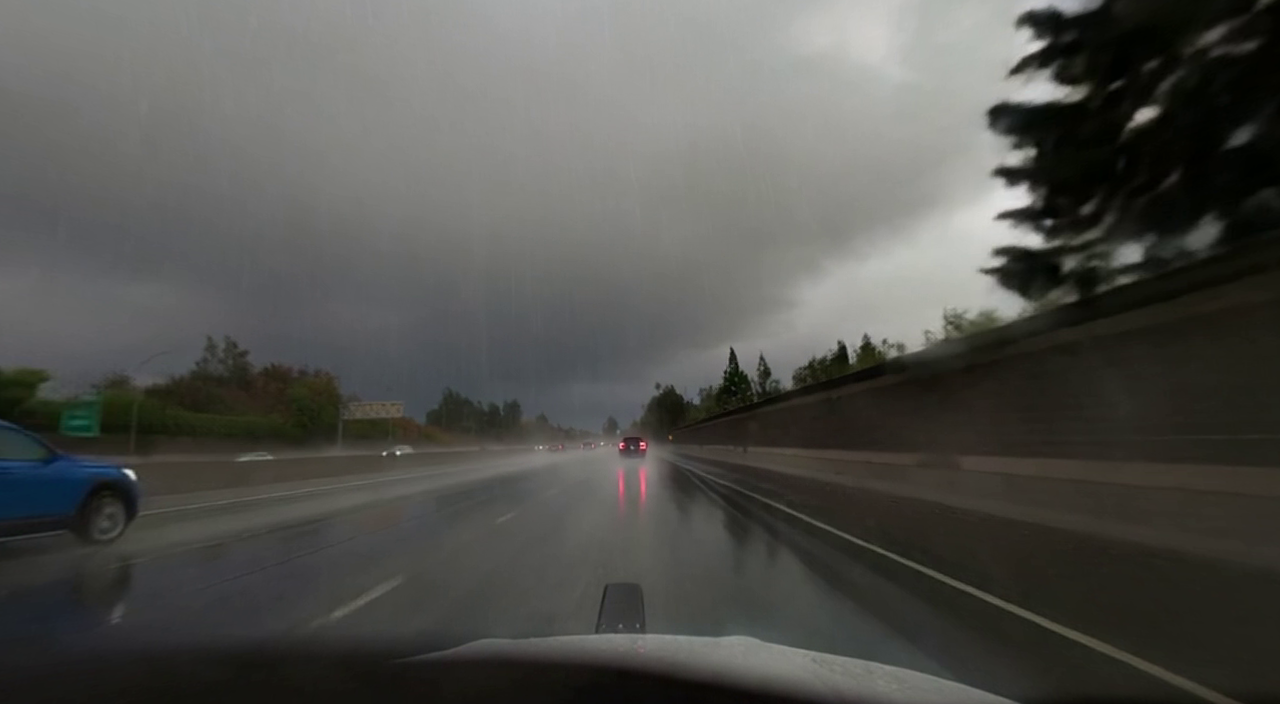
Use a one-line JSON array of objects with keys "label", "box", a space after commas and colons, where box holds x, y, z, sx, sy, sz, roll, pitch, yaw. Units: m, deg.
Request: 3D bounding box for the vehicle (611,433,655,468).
[{"label": "vehicle", "box": [-0.325, 5.182, 33.087, 2.141, 1.706, 4.065, 0, -9, 1]}]

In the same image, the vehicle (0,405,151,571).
[{"label": "vehicle", "box": [-7.741, 1.373, 6.248, 2.166, 1.705, 4.433, 0, -9, 0]}]
